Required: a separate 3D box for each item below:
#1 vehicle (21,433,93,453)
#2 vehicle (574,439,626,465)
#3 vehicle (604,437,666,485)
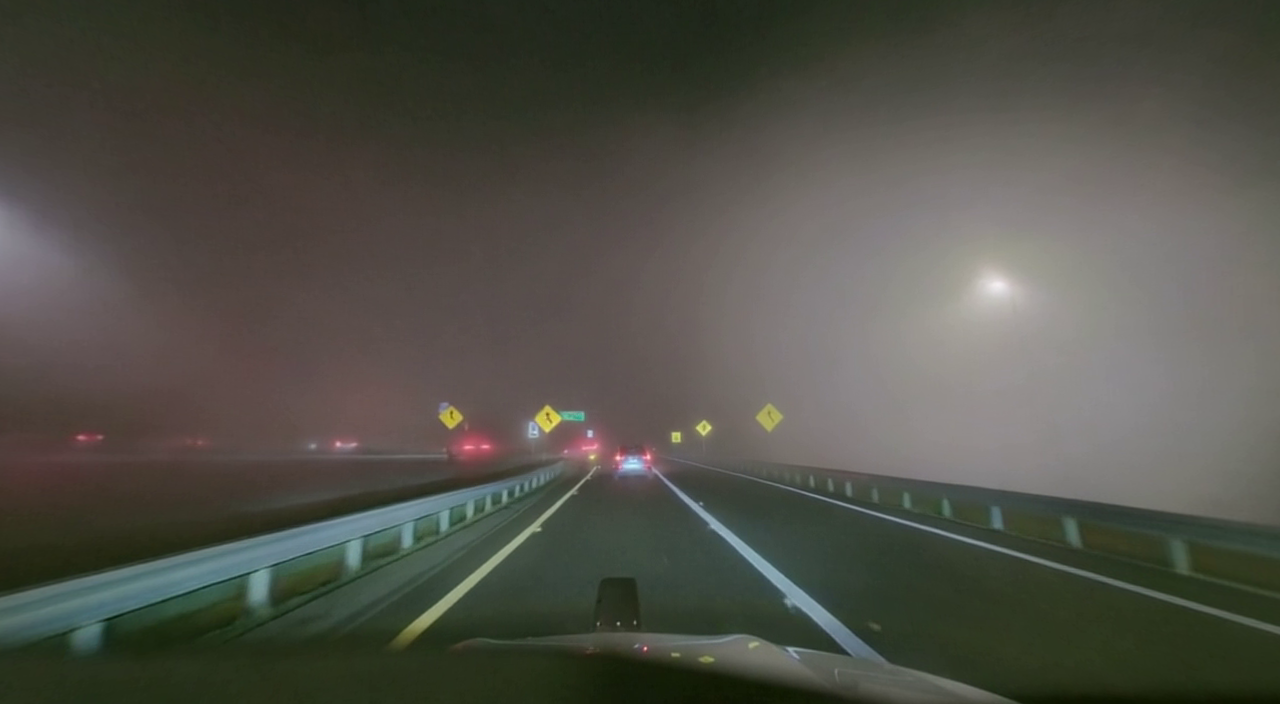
[{"bbox_3d":[-46.383,7.253,49.922,3.783,1.466,1.750,0,-9,-4],"label":"vehicle"},{"bbox_3d":[-2.546,6.190,38.791,2.018,1.505,4.278,3,-9,-21],"label":"vehicle"},{"bbox_3d":[-0.198,3.792,22.062,2.006,1.486,3.950,0,-9,-1],"label":"vehicle"}]
